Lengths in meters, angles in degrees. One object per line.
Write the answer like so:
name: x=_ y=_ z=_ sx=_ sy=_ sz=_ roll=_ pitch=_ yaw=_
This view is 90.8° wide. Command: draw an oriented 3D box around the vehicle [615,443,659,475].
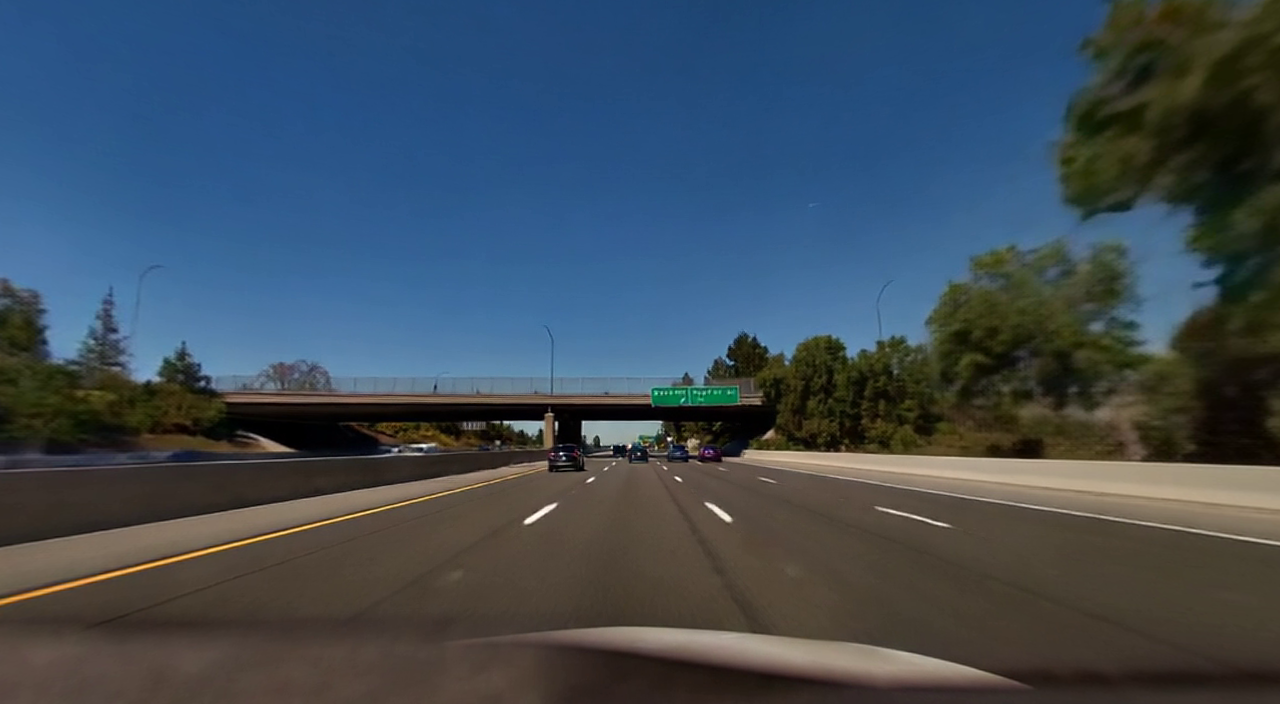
vehicle: x=-0.127 y=5.419 z=32.256 sx=2.075 sy=1.486 sz=4.007 roll=0 pitch=-9 yaw=0

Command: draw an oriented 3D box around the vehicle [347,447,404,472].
vehicle: x=-16.447 y=6.680 z=39.493 sx=1.841 sy=1.476 sz=3.867 roll=0 pitch=-9 yaw=0

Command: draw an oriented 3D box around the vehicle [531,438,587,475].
vehicle: x=-4.031 y=5.286 z=32.182 sx=2.113 sy=1.756 sz=4.471 roll=0 pitch=-9 yaw=2

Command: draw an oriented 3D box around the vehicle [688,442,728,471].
vehicle: x=4.029 y=6.226 z=37.954 sx=1.936 sy=1.625 sz=3.991 roll=0 pitch=-9 yaw=0
